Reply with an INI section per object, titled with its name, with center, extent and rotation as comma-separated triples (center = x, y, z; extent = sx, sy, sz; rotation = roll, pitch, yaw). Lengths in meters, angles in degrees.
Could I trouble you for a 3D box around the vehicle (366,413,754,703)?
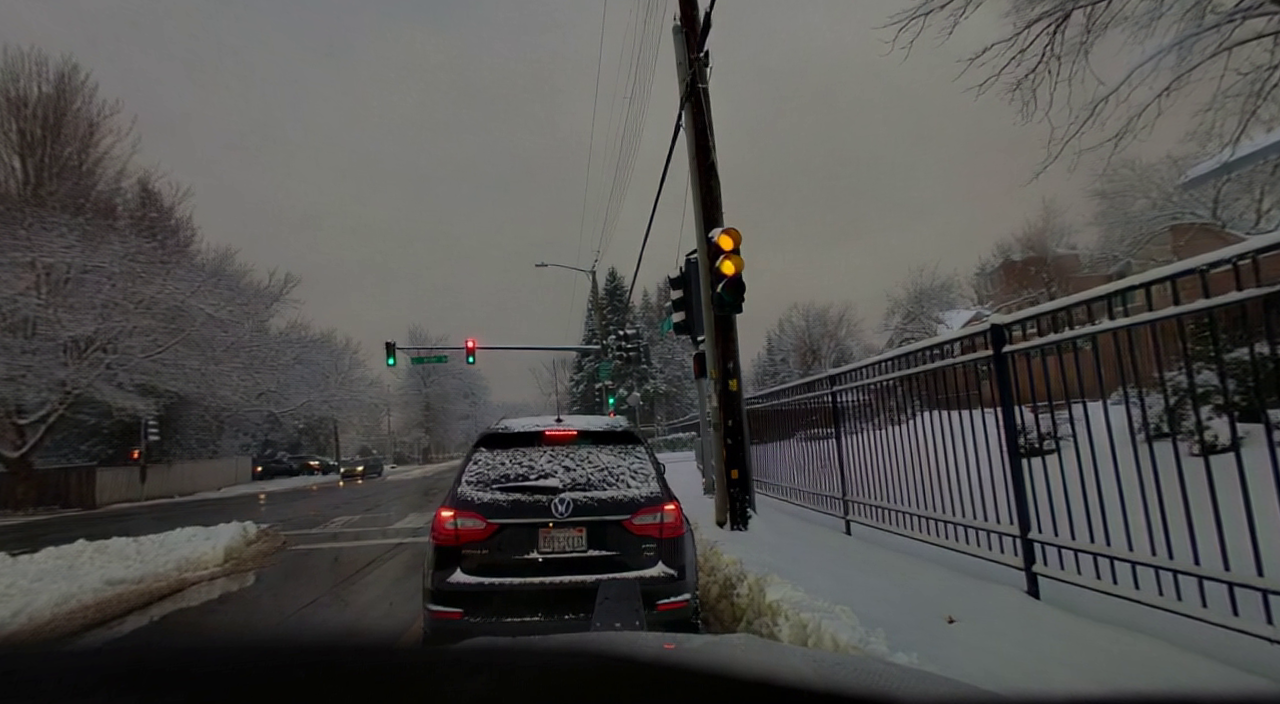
[vehicle]
center = -0.668, 1.359, 5.232
extent = 2.024, 1.502, 3.702
rotation = 1, -9, -9
